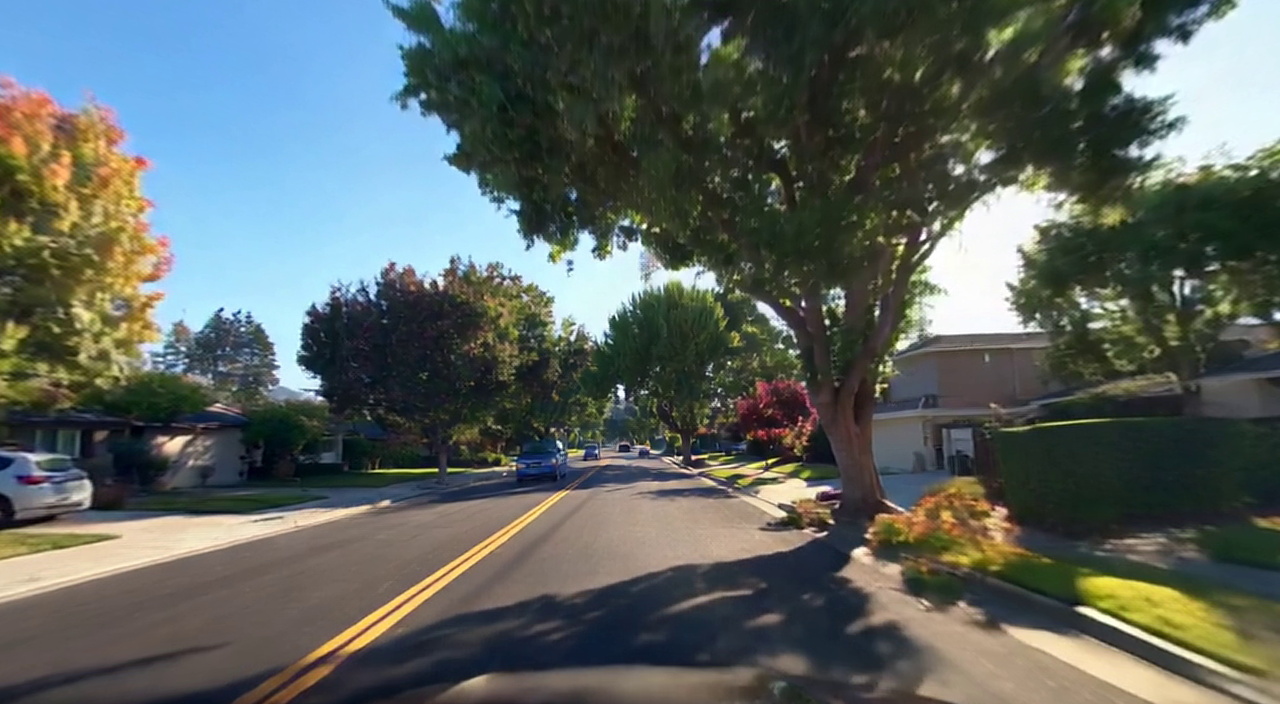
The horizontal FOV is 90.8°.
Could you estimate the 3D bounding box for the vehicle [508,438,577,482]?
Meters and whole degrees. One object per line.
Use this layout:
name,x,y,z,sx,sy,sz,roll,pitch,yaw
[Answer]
vehicle,-4.392,4.953,29.463,2.303,1.813,5.660,-1,-8,0
